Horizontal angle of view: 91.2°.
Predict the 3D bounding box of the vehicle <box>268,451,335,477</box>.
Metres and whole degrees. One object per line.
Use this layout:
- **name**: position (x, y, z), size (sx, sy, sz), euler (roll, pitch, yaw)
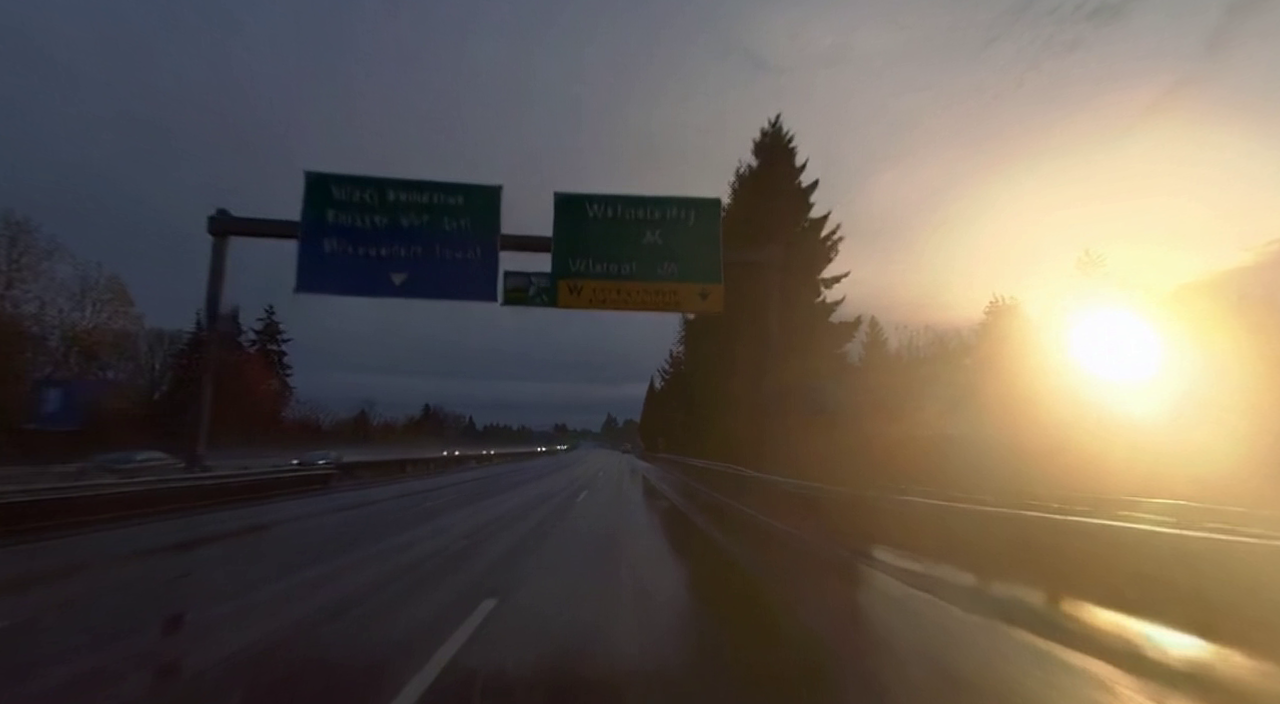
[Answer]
- **vehicle**: position (-21.192, 7.005, 39.416), size (1.790, 1.464, 4.417), euler (0, -9, -1)
